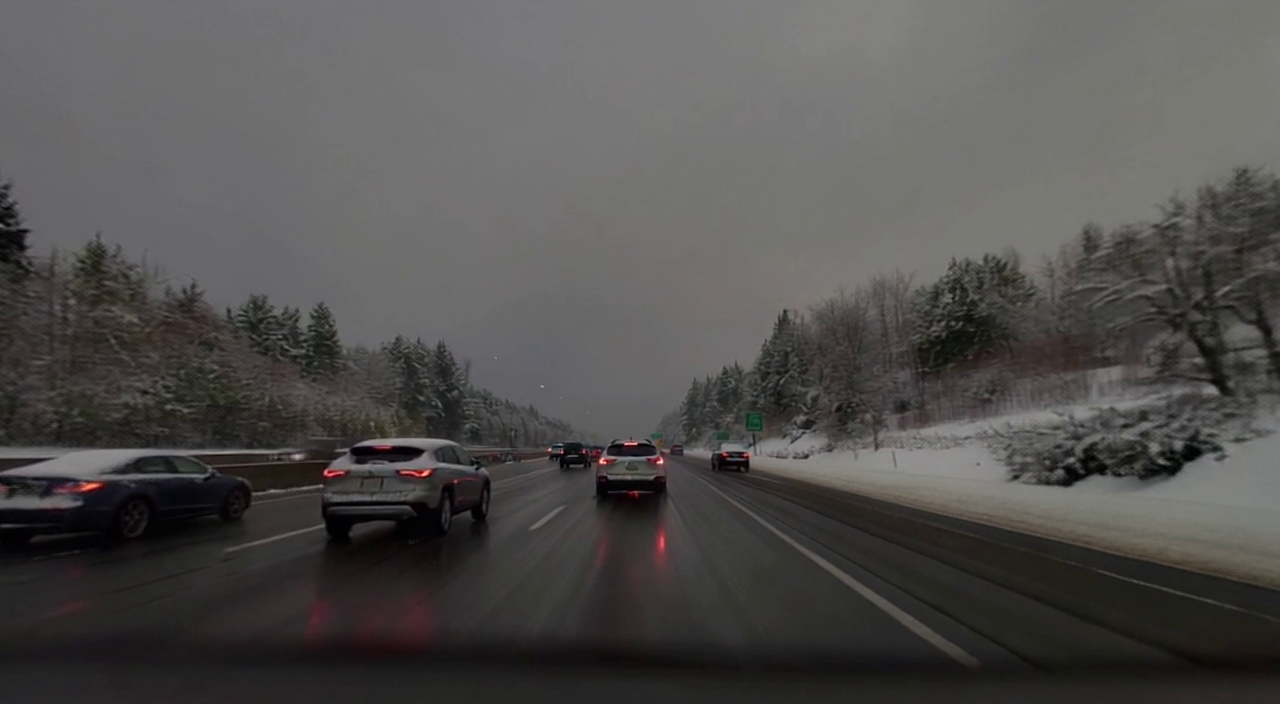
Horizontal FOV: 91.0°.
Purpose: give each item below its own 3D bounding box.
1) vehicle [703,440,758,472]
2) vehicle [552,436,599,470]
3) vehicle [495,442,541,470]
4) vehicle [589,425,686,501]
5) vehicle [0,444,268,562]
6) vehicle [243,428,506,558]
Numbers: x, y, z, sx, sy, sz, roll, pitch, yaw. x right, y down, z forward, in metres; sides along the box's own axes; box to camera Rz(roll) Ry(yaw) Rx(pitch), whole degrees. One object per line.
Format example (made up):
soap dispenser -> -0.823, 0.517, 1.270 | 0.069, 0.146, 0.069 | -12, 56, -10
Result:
vehicle -> 4.522, 5.254, 32.023 | 2.006, 1.474, 4.669 | 0, -9, -1
vehicle -> -3.604, 5.722, 35.922 | 2.142, 1.808, 4.266 | 0, -8, 1
vehicle -> -7.402, 6.335, 38.596 | 1.931, 1.617, 4.060 | 0, -8, 0
vehicle -> -0.056, 2.859, 16.594 | 2.223, 1.722, 4.177 | 0, -8, 0
vehicle -> -7.938, 2.118, 9.628 | 1.948, 1.391, 4.111 | 0, -8, 1
vehicle -> -3.561, 1.968, 9.556 | 2.011, 1.498, 4.341 | 0, -8, 1
